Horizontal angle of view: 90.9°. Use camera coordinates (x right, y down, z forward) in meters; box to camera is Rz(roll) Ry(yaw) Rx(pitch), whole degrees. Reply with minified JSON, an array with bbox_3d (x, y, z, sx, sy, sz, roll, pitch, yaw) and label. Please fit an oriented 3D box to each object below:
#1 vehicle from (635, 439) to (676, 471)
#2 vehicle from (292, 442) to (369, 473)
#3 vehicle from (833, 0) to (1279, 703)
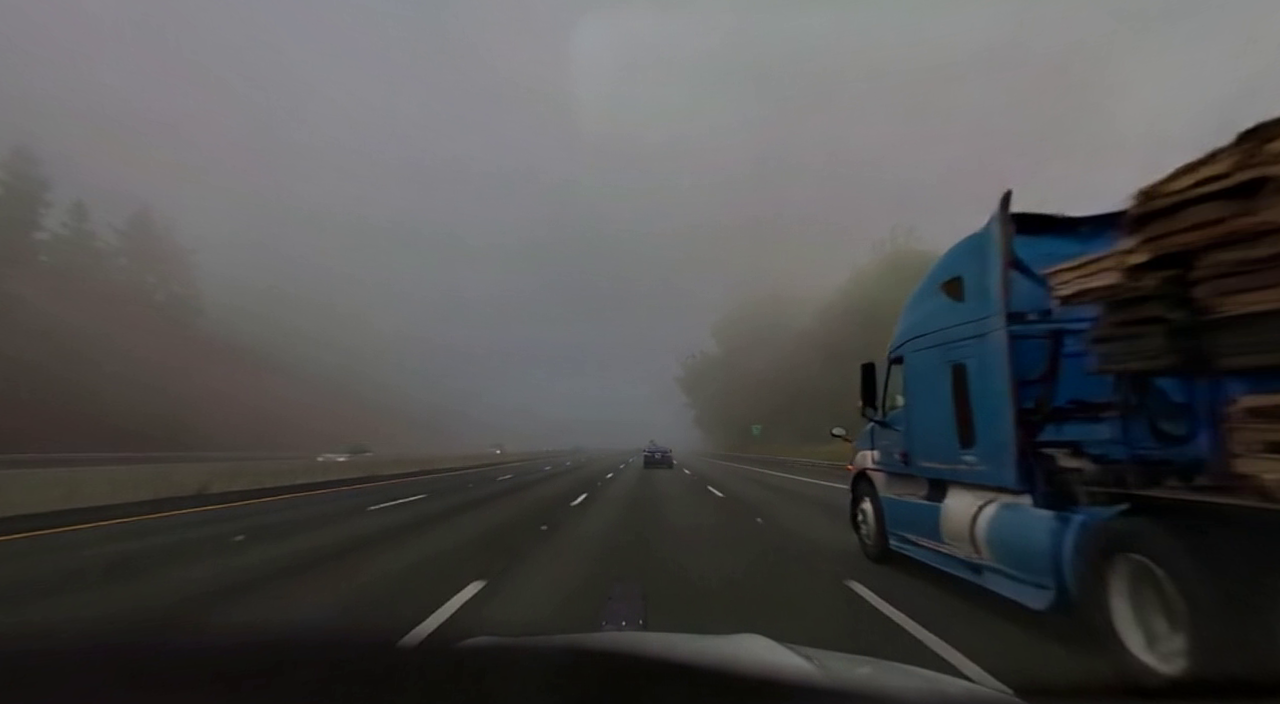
[{"bbox_3d":[0.761,5.411,33.373,2.042,1.528,4.300,0,-8,0],"label":"vehicle"},{"bbox_3d":[-17.030,5.795,34.977,1.888,1.562,4.490,0,-8,1],"label":"vehicle"},{"bbox_3d":[4.069,-0.074,3.848,3.071,3.888,8.330,0,-8,0],"label":"vehicle"}]
